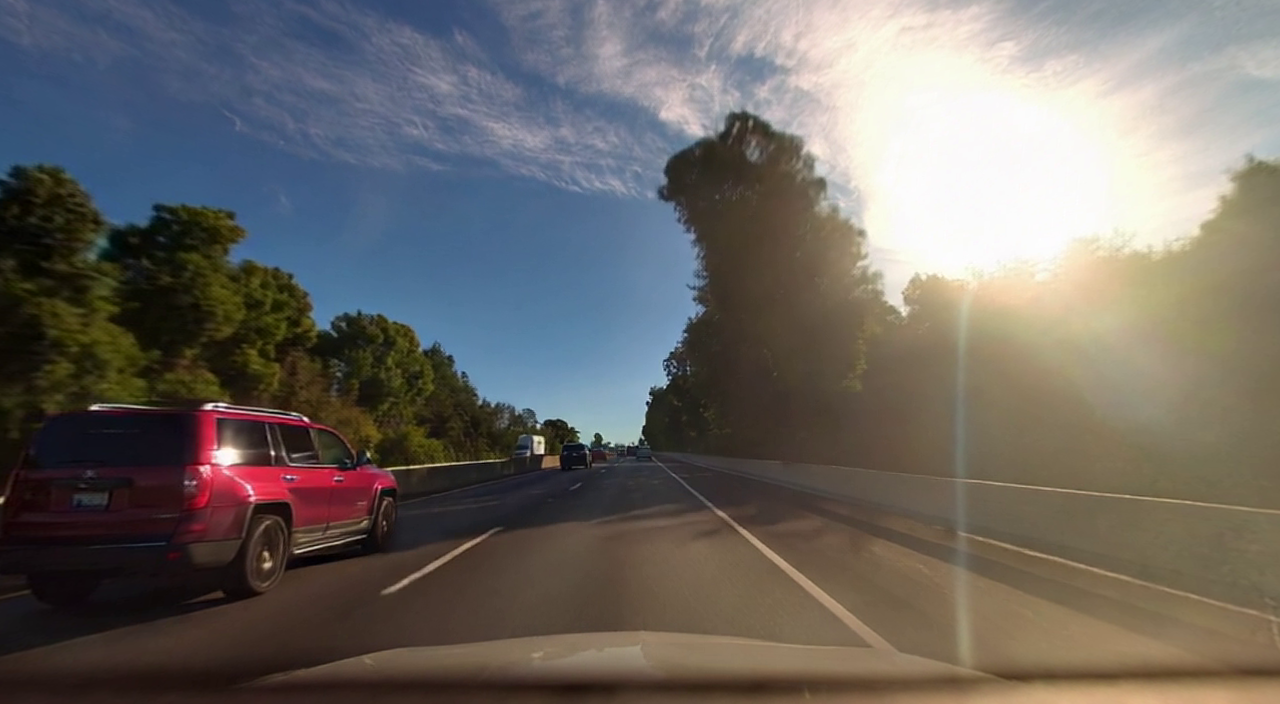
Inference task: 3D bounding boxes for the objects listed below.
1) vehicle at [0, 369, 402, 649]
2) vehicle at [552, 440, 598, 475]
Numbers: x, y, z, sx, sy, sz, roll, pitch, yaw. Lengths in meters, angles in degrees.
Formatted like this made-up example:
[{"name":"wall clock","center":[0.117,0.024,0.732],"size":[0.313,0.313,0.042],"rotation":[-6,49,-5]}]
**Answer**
[{"name":"vehicle","center":[-4.588,1.447,6.820],"size":[2.102,1.941,4.703],"rotation":[0,-9,1]},{"name":"vehicle","center":[-3.602,5.930,35.694],"size":[2.056,1.811,4.202],"rotation":[-1,-9,2]}]
